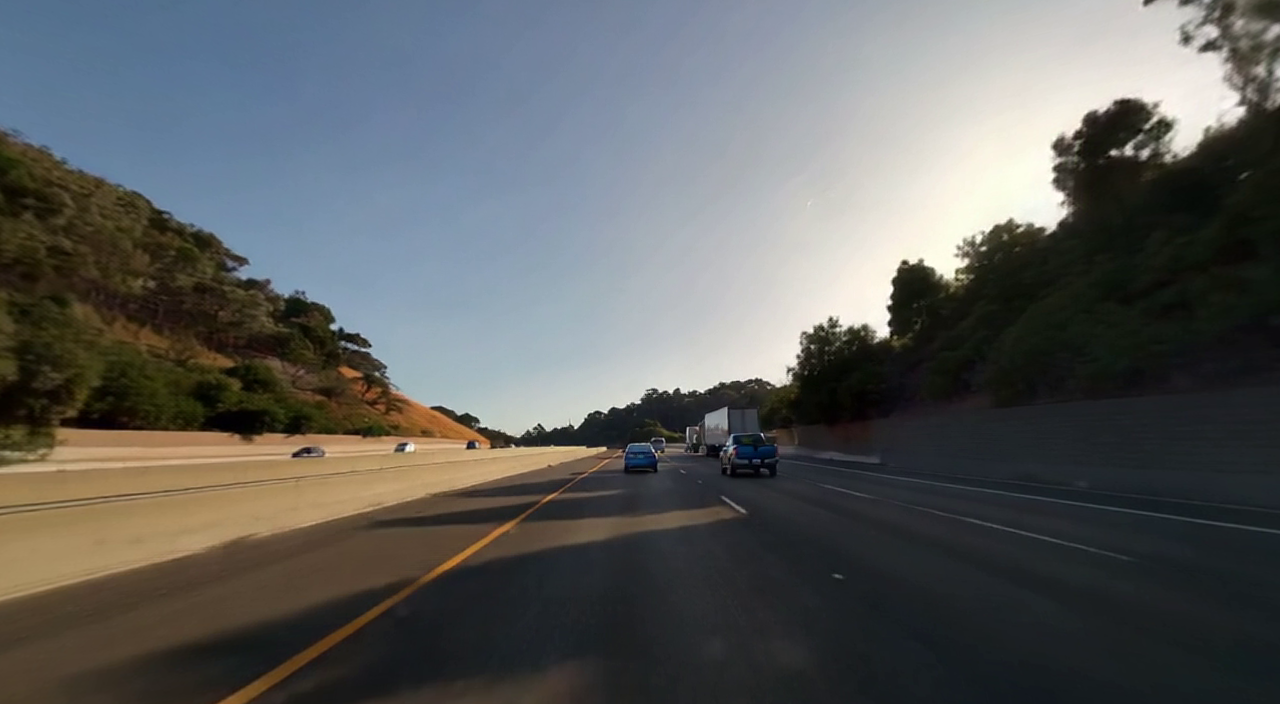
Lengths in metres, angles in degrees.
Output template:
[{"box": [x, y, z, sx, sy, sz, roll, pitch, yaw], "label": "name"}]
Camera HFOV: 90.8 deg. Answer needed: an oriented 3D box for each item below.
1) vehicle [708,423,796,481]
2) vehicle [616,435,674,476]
[{"box": [3.754, 3.461, 22.089, 2.098, 1.794, 4.561, 0, -9, -2], "label": "vehicle"}, {"box": [0.148, 4.033, 24.820, 2.083, 1.477, 3.965, 0, -8, -1], "label": "vehicle"}]
